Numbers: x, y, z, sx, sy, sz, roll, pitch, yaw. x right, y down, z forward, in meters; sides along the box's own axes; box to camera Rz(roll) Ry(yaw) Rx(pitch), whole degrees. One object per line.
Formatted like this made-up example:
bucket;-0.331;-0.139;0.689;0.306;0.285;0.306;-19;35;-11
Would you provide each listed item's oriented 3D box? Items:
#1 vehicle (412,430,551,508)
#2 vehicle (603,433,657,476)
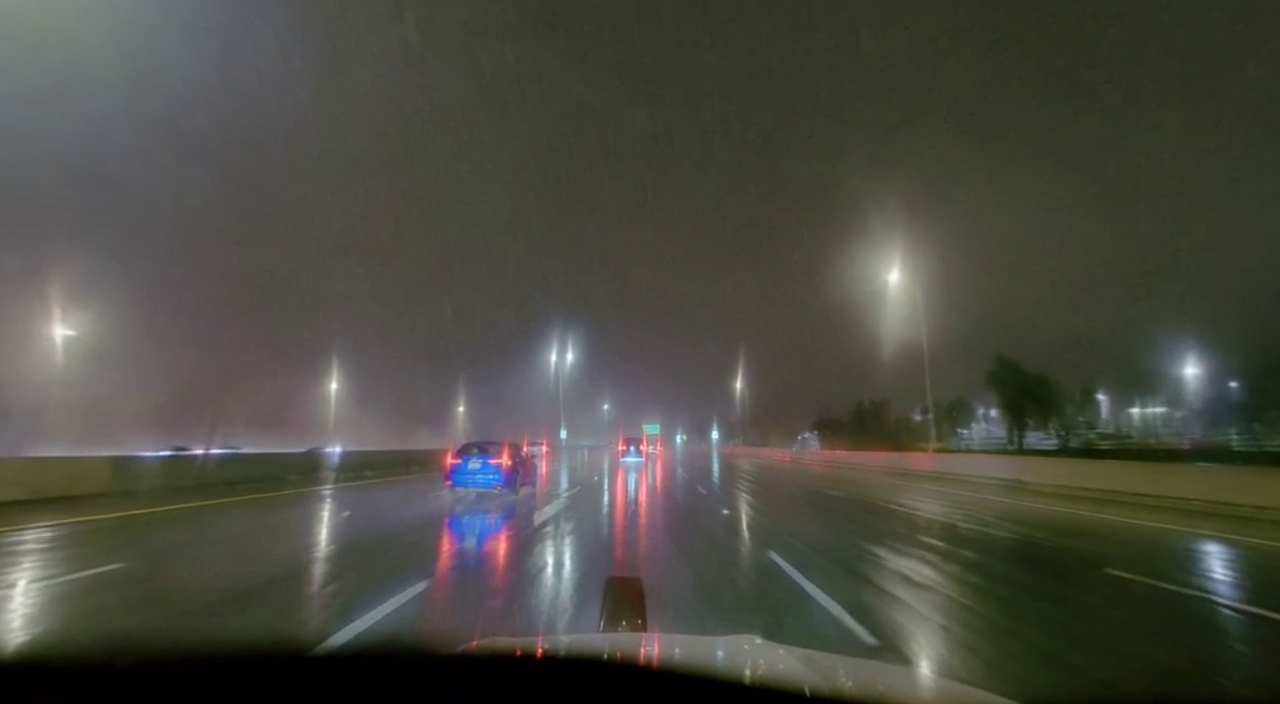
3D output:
vehicle;-3.625;2.781;15.376;2.124;1.607;4.531;0;-9;1
vehicle;-0.367;4.432;27.389;2.155;1.690;4.318;0;-9;1
